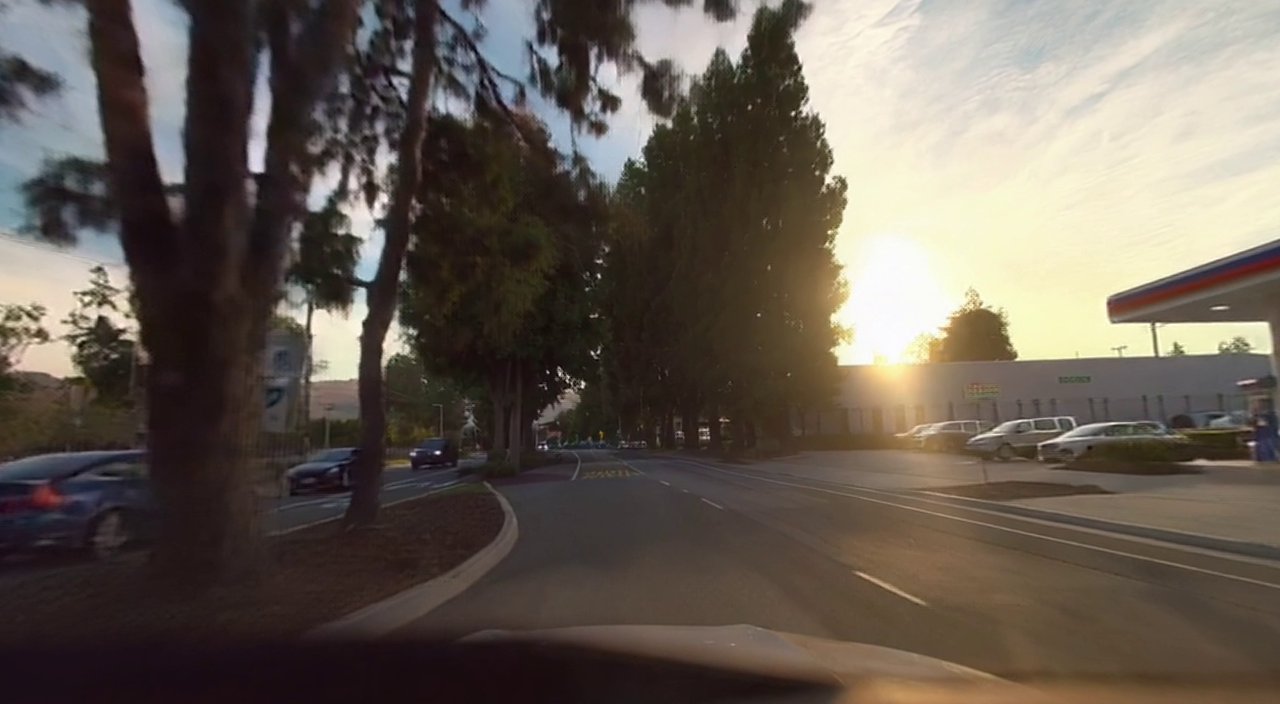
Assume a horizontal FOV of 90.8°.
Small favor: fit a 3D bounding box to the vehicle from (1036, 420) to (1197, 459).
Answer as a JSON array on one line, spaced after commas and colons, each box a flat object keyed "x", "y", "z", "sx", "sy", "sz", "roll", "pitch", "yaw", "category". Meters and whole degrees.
[{"x": 18.849, "y": 3.492, "z": 25.131, "sx": 4.800, "sy": 1.459, "sz": 2.051, "roll": 0, "pitch": -9, "yaw": -4, "category": "vehicle"}]

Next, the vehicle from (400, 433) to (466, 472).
[{"x": -12.136, "y": 5.955, "z": 37.562, "sx": 2.131, "sy": 2.148, "sz": 5.709, "roll": 0, "pitch": -9, "yaw": -2, "category": "vehicle"}]

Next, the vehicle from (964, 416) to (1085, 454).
[{"x": 18.161, "y": 3.934, "z": 29.971, "sx": 4.422, "sy": 1.586, "sz": 1.990, "roll": -1, "pitch": -8, "yaw": -3, "category": "vehicle"}]

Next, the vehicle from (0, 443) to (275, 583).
[{"x": -7.421, "y": 2.046, "z": 8.937, "sx": 1.982, "sy": 1.465, "sz": 4.376, "roll": 0, "pitch": -9, "yaw": -1, "category": "vehicle"}]
